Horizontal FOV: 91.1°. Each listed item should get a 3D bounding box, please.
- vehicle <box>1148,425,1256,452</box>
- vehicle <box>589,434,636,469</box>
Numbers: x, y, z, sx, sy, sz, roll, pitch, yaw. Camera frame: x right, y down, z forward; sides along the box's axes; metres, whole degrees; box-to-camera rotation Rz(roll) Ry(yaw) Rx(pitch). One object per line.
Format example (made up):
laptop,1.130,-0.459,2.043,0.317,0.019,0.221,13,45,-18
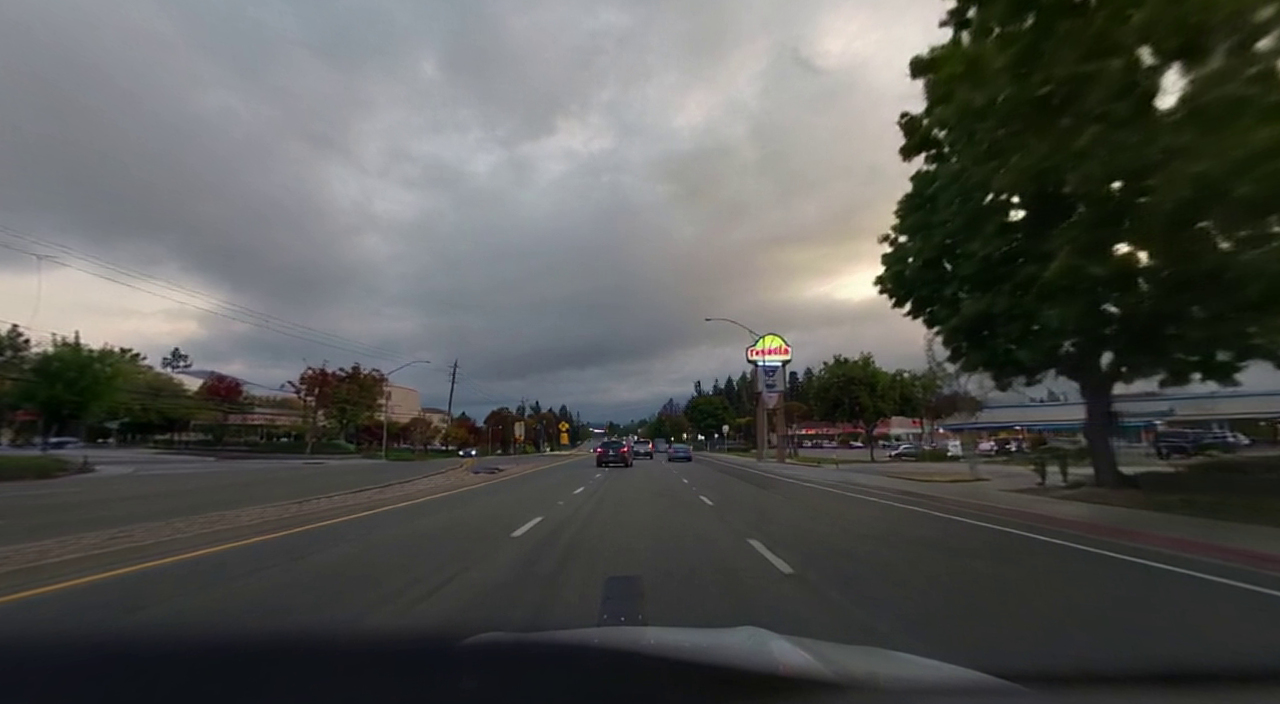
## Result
vehicle,38.564,5.961,43.183,5.170,1.787,2.248,0,-8,2
vehicle,-1.546,5.895,37.449,2.222,1.899,5.006,0,-8,4
